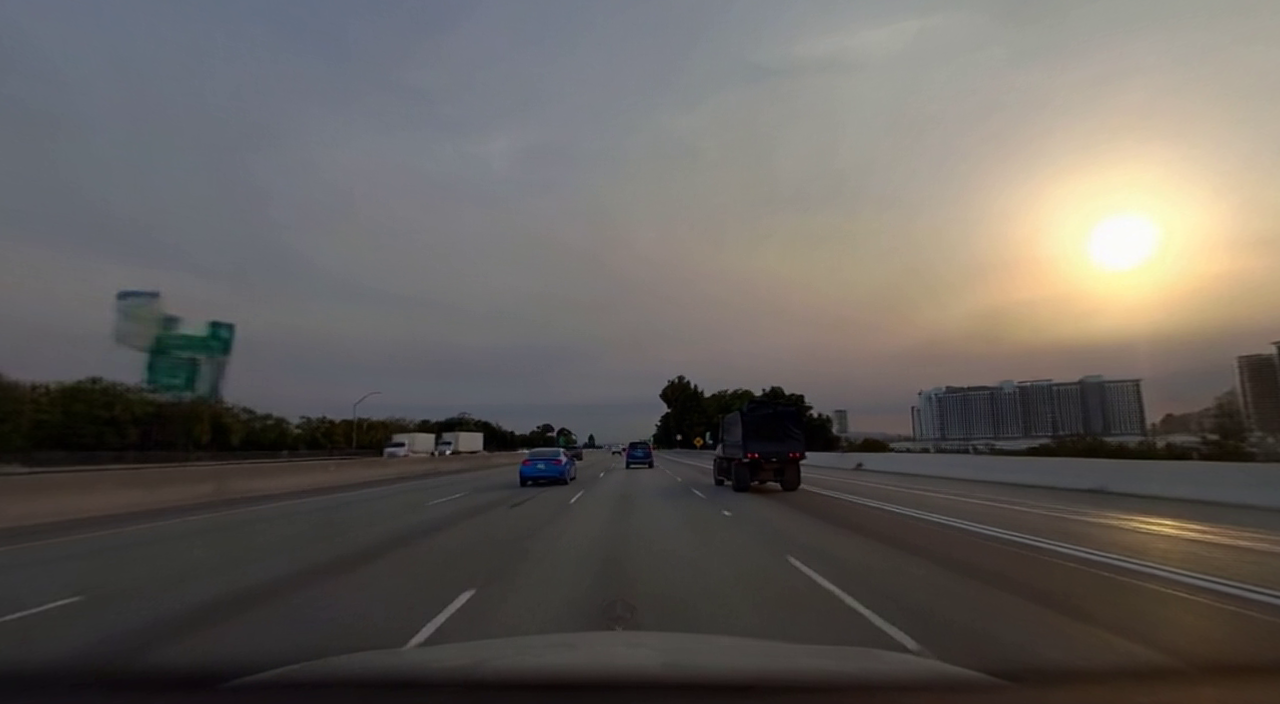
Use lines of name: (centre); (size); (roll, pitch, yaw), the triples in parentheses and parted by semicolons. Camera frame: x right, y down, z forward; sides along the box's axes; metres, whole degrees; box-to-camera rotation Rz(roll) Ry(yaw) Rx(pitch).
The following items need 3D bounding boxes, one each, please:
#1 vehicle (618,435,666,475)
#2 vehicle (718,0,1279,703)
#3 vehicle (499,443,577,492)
vehicle: (0.050, 5.060, 31.072); (2.203, 1.805, 4.358); (0, -9, -1)
vehicle: (3.591, 0.626, 9.240); (2.876, 4.086, 15.117); (0, -9, 0)
vehicle: (-3.223, 3.740, 20.777); (1.864, 1.406, 4.544); (0, -9, -1)
